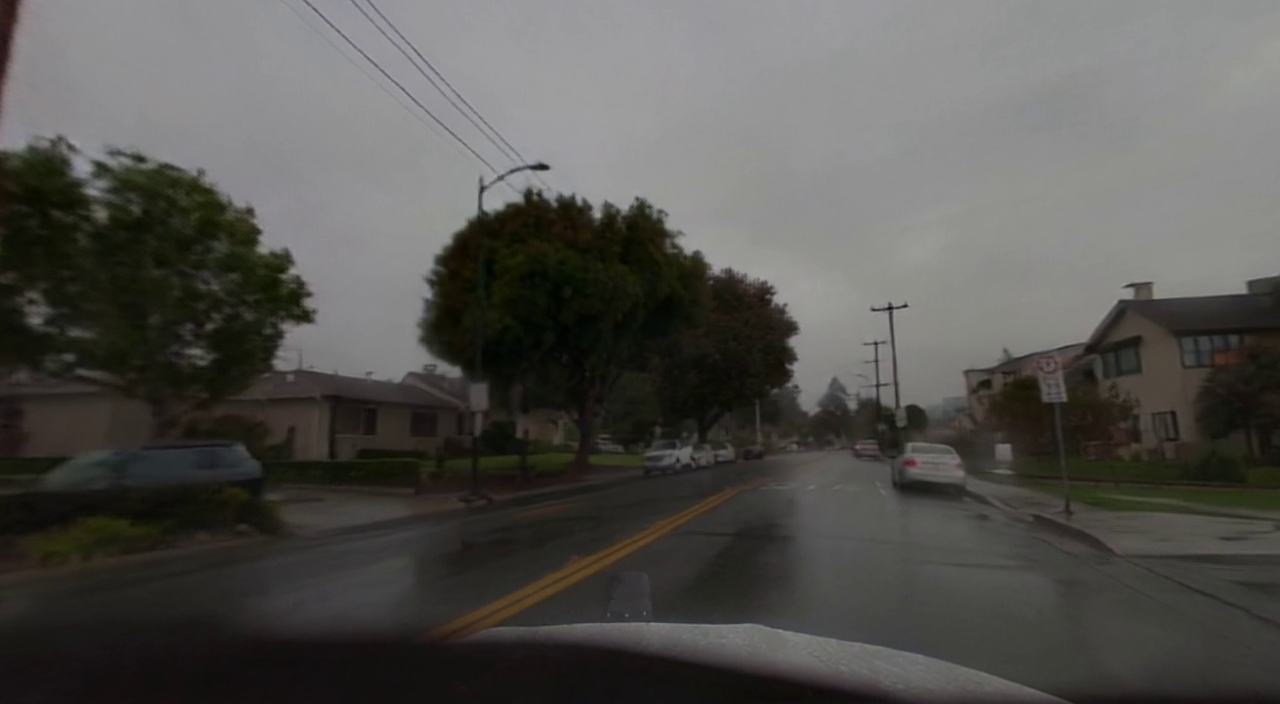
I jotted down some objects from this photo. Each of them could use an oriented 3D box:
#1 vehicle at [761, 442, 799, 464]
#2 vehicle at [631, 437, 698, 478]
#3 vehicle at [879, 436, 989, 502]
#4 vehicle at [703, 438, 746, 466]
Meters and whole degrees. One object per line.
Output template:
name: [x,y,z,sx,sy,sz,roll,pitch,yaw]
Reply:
vehicle: [9.750,6.953,43.582,2.079,1.441,4.541,-3,-9,18]
vehicle: [1.257,4.959,30.076,2.027,1.695,4.437,-6,-9,16]
vehicle: [7.637,3.027,16.856,2.014,1.482,4.599,-3,-9,17]
vehicle: [6.134,7.149,45.330,2.120,1.799,5.370,-4,-9,17]
